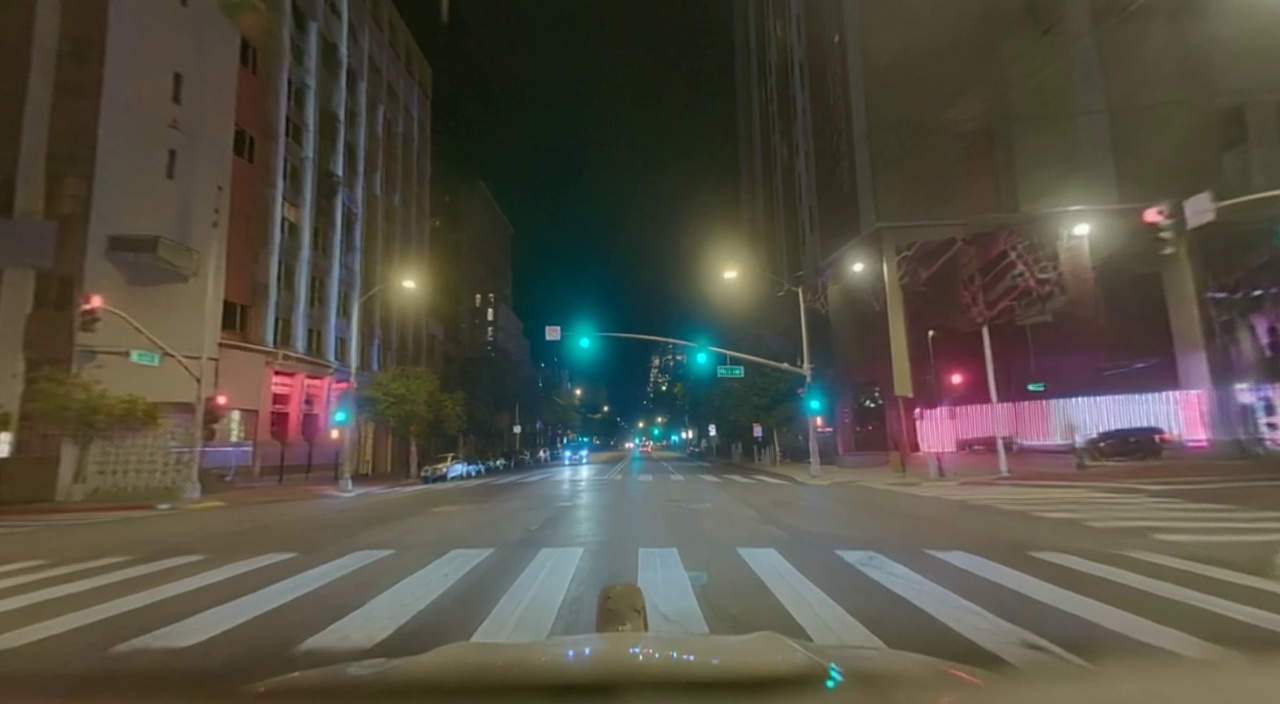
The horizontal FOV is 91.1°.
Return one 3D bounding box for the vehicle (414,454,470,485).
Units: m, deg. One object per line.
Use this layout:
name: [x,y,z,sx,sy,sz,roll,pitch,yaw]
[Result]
vehicle: [-12.053,7.169,38.571,1.910,1.511,4.565,-1,-7,1]
